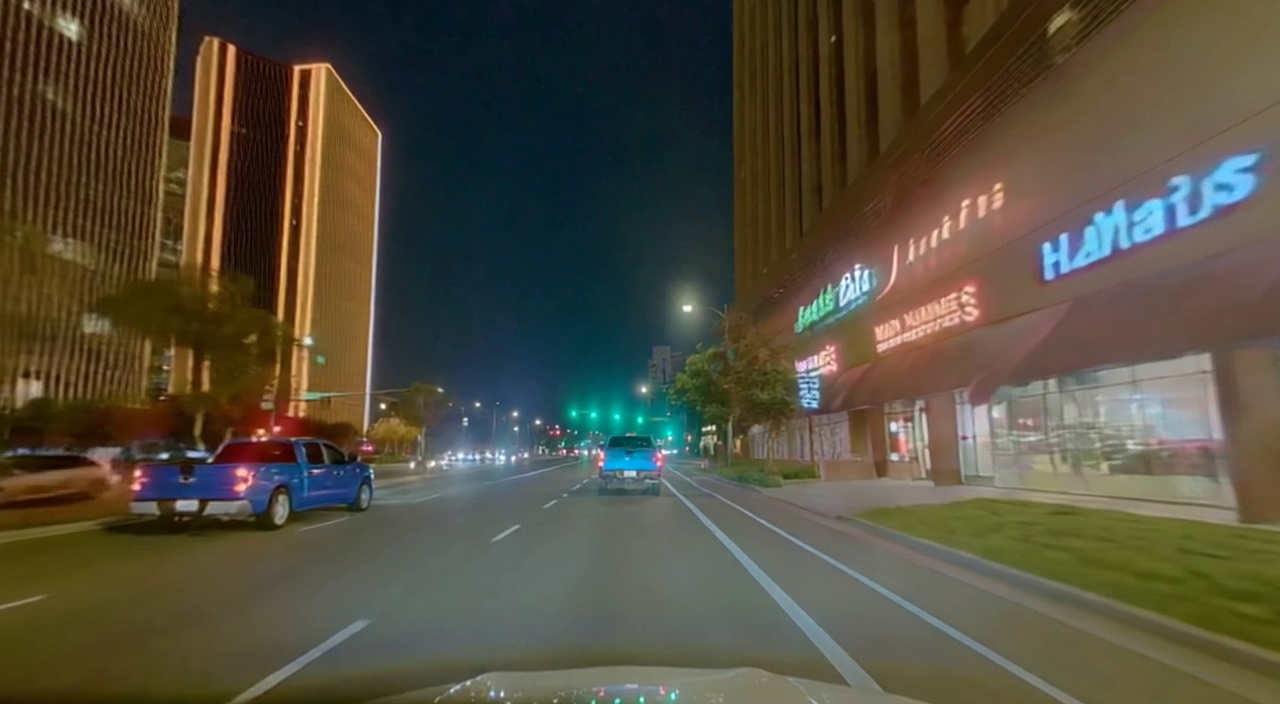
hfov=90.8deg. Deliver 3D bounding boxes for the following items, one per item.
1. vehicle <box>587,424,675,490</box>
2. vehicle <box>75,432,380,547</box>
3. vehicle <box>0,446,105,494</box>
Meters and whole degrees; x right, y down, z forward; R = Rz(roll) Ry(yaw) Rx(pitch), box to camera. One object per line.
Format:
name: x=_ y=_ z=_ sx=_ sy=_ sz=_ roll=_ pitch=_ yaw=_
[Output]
vehicle: x=-0.306 y=3.519 z=21.613 sx=2.590 sy=1.932 sz=5.776 roll=0 pitch=-8 yaw=-1
vehicle: x=-6.161 y=2.064 z=10.305 sx=1.888 sy=1.424 sz=4.553 roll=0 pitch=-8 yaw=1
vehicle: x=-22.016 y=4.172 z=22.717 sx=1.776 sy=1.538 sz=4.283 roll=0 pitch=-8 yaw=0
